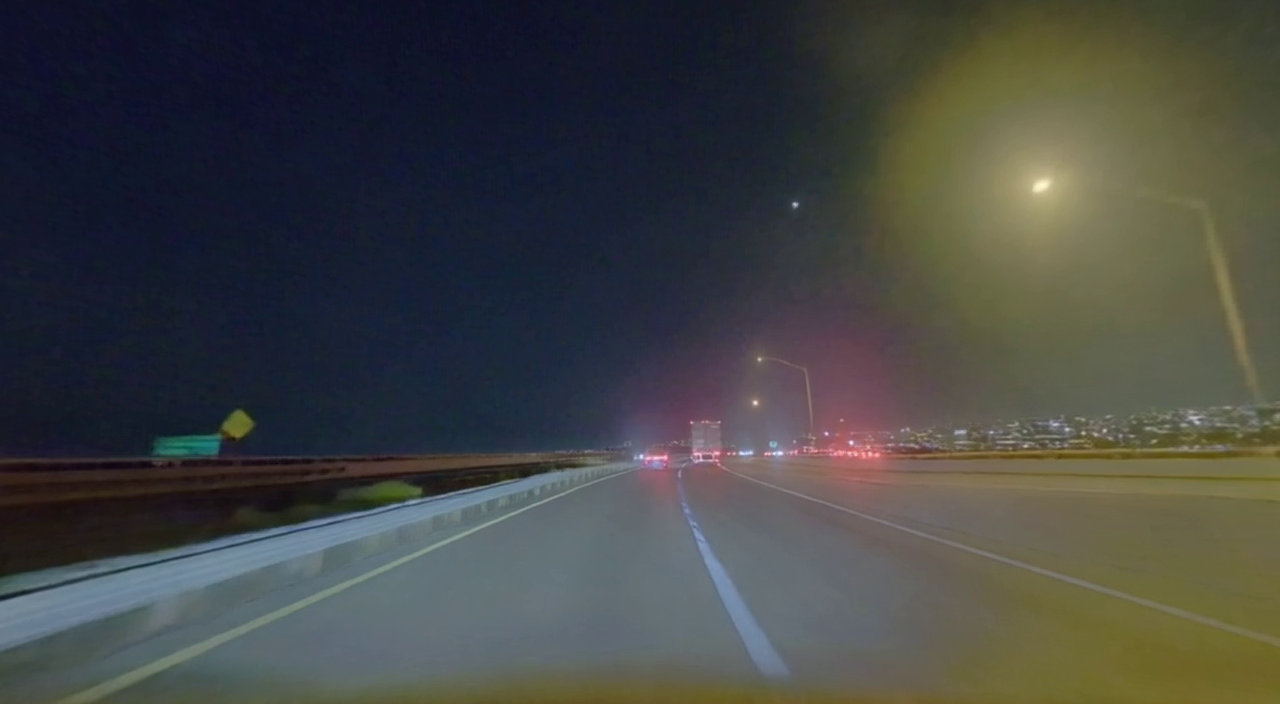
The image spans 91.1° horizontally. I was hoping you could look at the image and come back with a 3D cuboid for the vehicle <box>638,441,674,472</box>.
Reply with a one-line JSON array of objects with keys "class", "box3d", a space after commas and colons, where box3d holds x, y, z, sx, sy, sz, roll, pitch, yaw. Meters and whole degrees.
[{"class": "vehicle", "box3d": [1.165, 7.336, 44.368, 2.271, 2.049, 4.894, -1, -9, 4]}]
